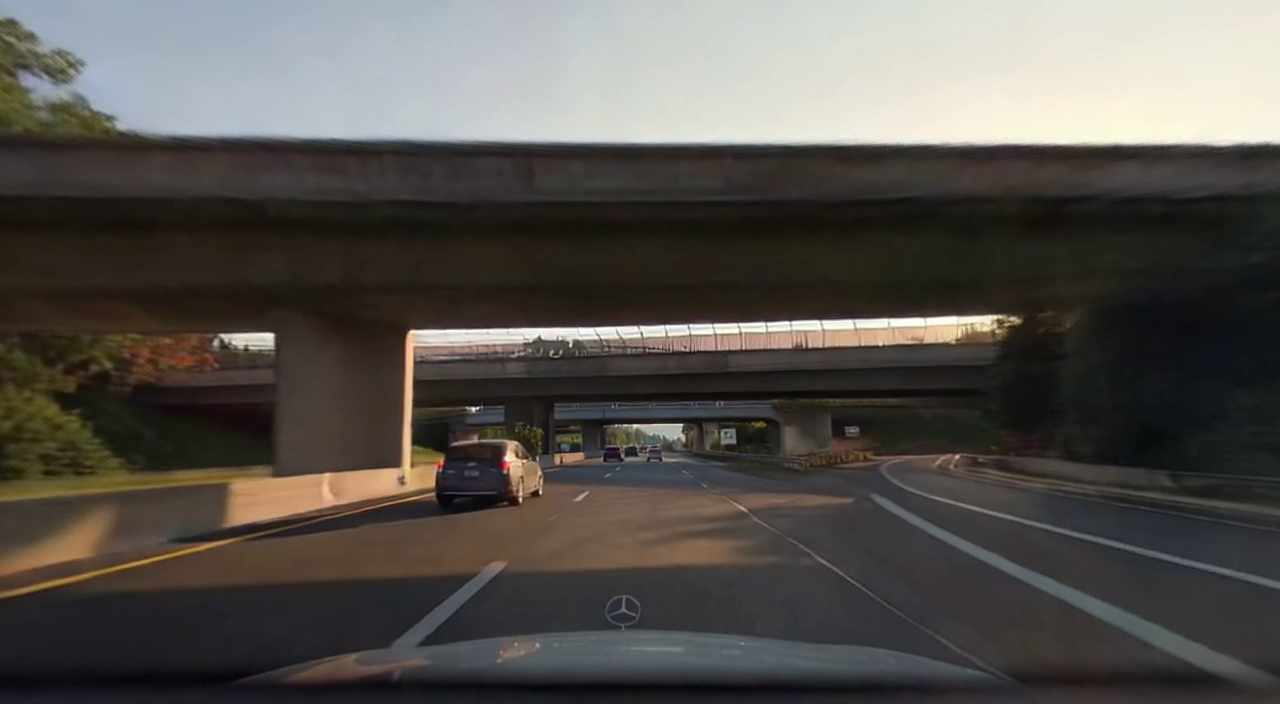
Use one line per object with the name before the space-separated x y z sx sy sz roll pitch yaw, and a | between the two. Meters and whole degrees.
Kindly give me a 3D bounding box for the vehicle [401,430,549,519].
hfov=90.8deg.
vehicle | -3.389 2.619 13.958 2.037 1.638 4.274 0 -9 1
